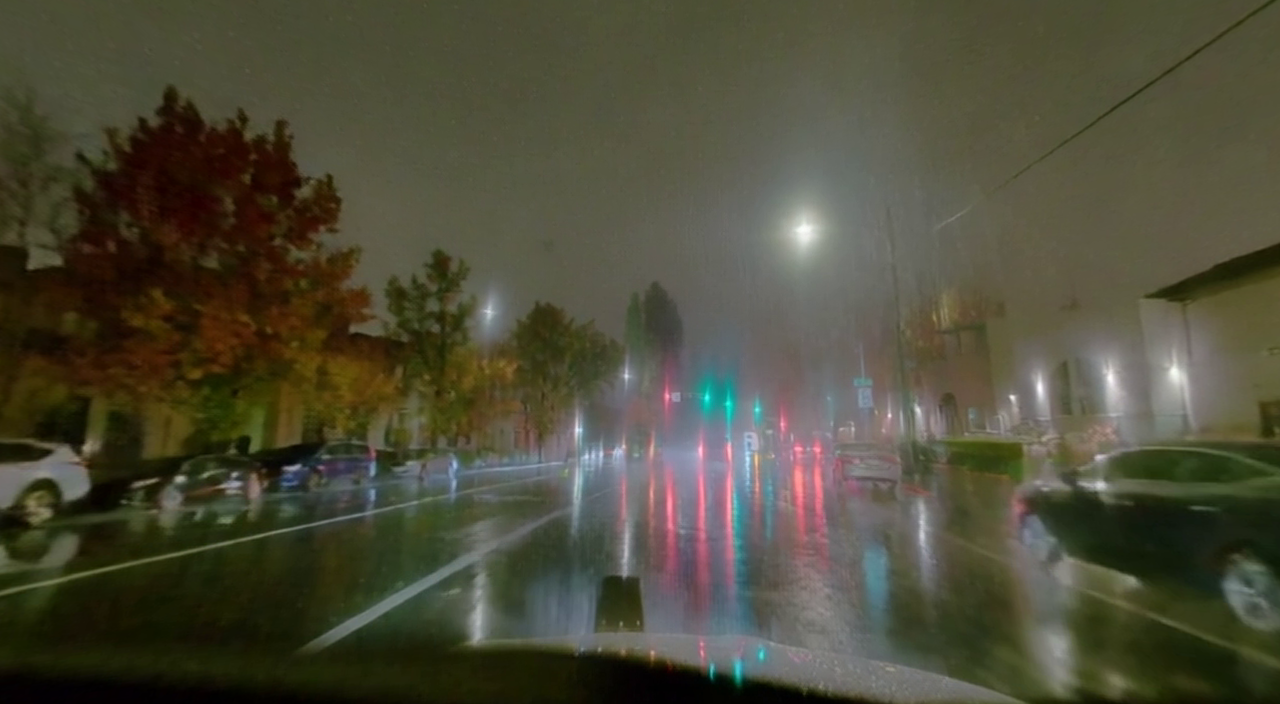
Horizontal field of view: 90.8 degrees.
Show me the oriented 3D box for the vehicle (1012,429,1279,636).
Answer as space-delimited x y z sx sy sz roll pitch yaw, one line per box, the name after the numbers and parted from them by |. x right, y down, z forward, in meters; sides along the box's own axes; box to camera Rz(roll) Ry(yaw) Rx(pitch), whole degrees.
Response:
5.594 1.447 5.575 1.957 1.461 4.547 0 -8 2 | vehicle

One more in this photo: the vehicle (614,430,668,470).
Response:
0.148 4.830 31.289 1.877 1.827 4.298 -2 -9 11 | vehicle

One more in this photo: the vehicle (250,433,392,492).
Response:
-11.196 3.891 22.702 2.115 1.853 4.745 -1 -8 8 | vehicle

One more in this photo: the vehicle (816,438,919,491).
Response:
7.234 3.595 20.686 2.104 1.489 4.962 -1 -8 7 | vehicle

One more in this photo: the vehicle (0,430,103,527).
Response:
-12.683 2.247 11.115 1.977 1.761 4.990 0 -8 1 | vehicle

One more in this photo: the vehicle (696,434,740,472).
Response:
3.878 4.872 30.739 1.852 1.680 4.488 -2 -9 10 | vehicle

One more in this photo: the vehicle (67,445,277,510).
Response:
-12.142 3.243 16.875 1.809 1.469 4.485 -1 -8 7 | vehicle

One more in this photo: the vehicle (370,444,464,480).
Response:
-9.967 4.949 28.686 1.782 1.472 4.744 -2 -9 11 | vehicle
